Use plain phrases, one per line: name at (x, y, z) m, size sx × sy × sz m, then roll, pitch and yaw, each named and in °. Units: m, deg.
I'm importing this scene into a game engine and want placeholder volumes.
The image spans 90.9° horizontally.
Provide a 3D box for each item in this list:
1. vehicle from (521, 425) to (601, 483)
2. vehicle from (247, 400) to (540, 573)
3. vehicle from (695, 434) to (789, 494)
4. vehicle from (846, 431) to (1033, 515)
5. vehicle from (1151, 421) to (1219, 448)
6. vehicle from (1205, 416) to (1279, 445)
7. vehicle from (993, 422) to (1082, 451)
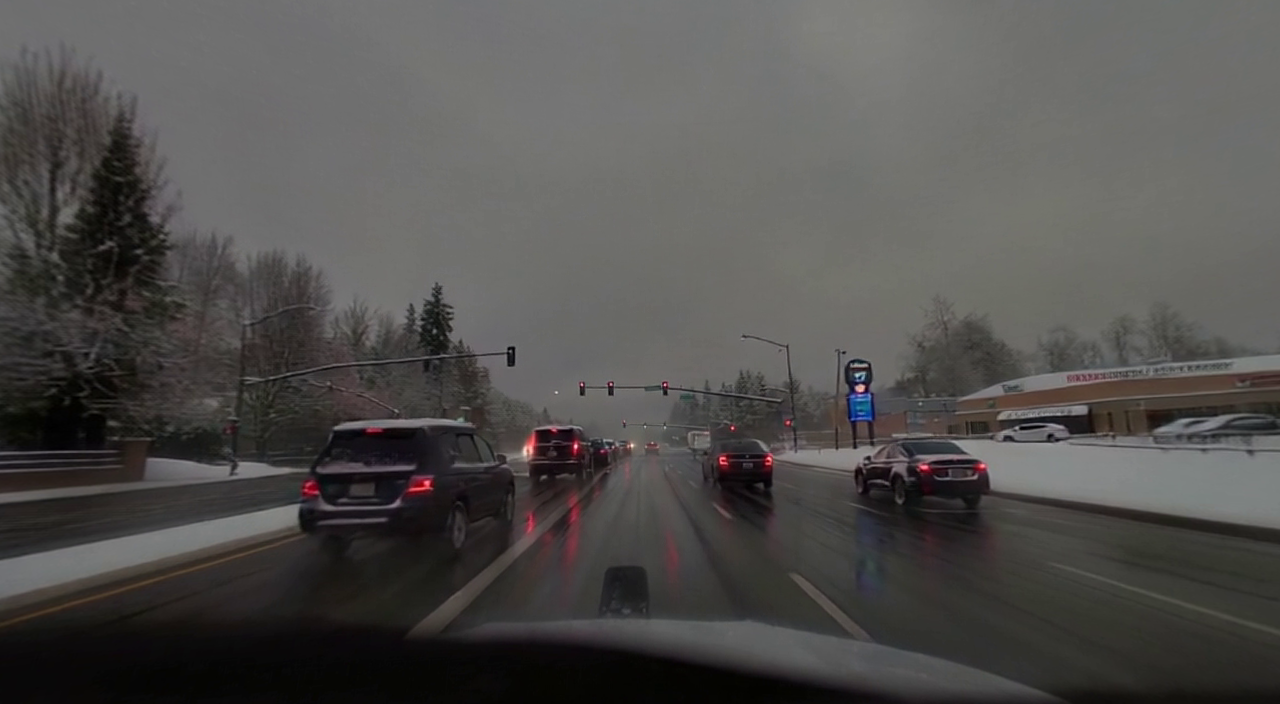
vehicle at (-2.605, 3.508, 21.869) m, size 2.117 × 1.799 × 4.442 m, roll 0°, pitch -9°, yaw 1°
vehicle at (-2.829, 1.676, 8.587) m, size 2.141 × 1.719 × 4.379 m, roll 0°, pitch -9°, yaw 1°
vehicle at (2.817, 3.207, 18.374) m, size 2.004 × 1.512 × 4.206 m, roll 0°, pitch -9°, yaw 0°
vehicle at (6.373, 2.618, 14.188) m, size 1.881 × 1.540 × 4.750 m, roll 0°, pitch -9°, yaw 0°
vehicle at (30.977, 4.749, 35.966) m, size 1.787 × 1.423 × 4.347 m, roll -4°, pitch -10°, yaw 26°
vehicle at (33.922, 4.440, 35.399) m, size 1.983 × 1.520 × 4.391 m, roll -3°, pitch -9°, yaw 25°
vehicle at (29.820, 6.387, 47.437) m, size 2.209 × 1.864 × 5.044 m, roll 2°, pitch -11°, yaw -28°
